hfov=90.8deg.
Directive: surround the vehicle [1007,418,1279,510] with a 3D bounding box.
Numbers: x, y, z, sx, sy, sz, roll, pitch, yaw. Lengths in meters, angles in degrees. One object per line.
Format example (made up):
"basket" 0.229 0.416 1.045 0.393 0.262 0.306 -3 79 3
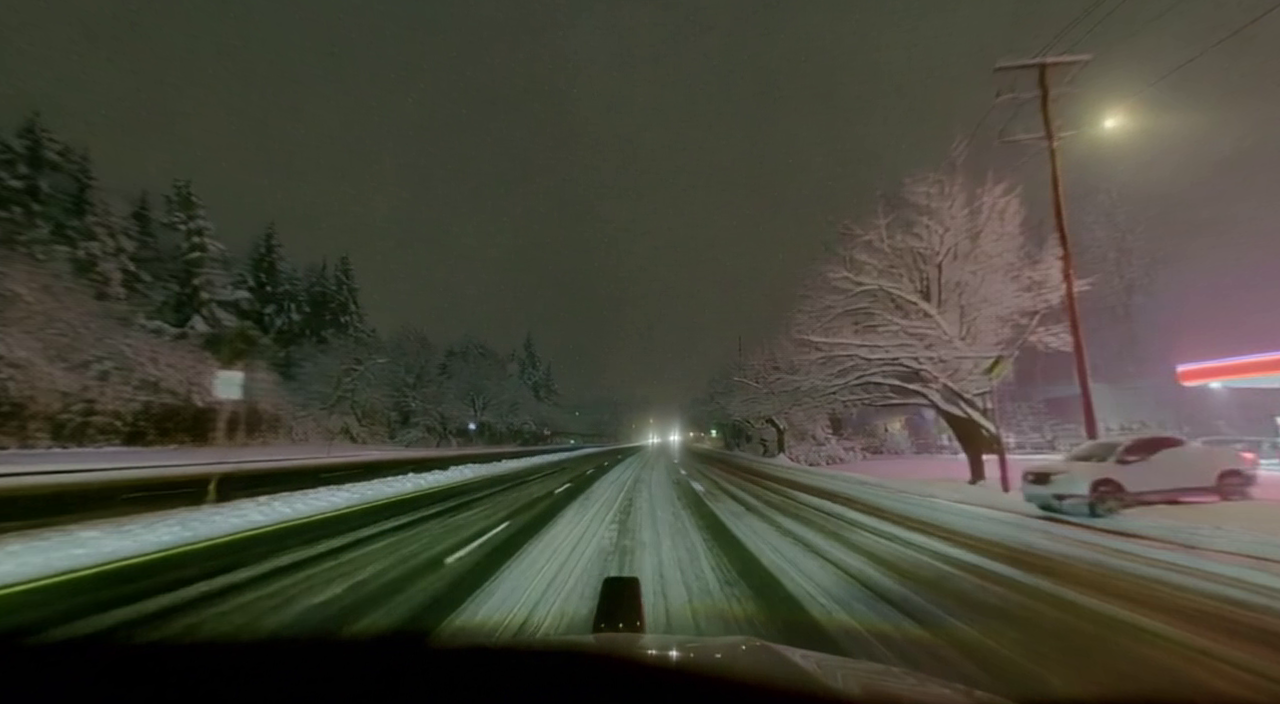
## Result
"vehicle" 10.049 2.161 12.340 4.476 1.629 1.953 0 -8 0
